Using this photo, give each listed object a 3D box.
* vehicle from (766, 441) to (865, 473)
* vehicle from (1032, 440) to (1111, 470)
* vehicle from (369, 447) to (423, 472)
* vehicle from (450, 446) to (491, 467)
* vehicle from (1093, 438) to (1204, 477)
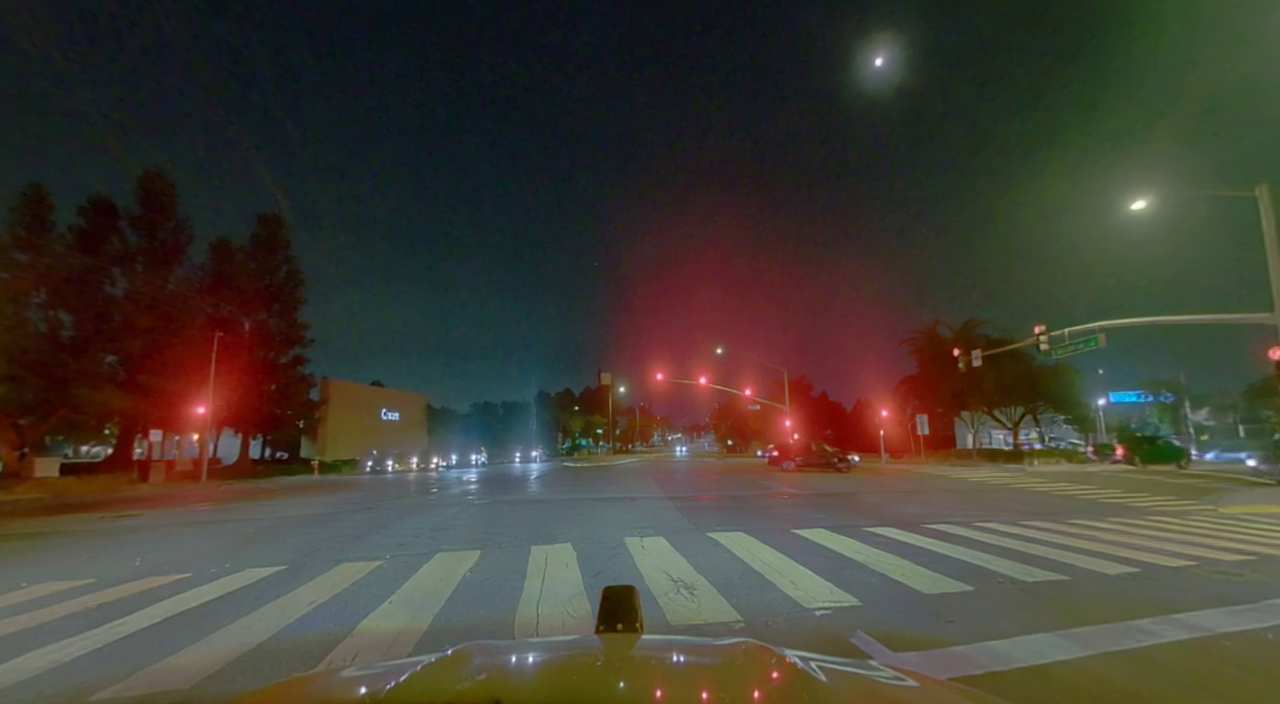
[{"bbox_3d":[8.531,5.119,30.874,4.457,1.464,1.879,-2,-9,16],"label":"vehicle"},{"bbox_3d":[26.363,6.268,38.570,4.541,1.731,2.007,5,-10,-28],"label":"vehicle"},{"bbox_3d":[-16.237,7.138,42.248,1.883,1.586,4.297,0,-9,0],"label":"vehicle"},{"bbox_3d":[-12.606,7.764,47.094,1.946,1.474,4.008,0,-9,0],"label":"vehicle"},{"bbox_3d":[27.307,5.604,33.893,5.667,1.927,2.289,4,-10,-26],"label":"vehicle"}]
